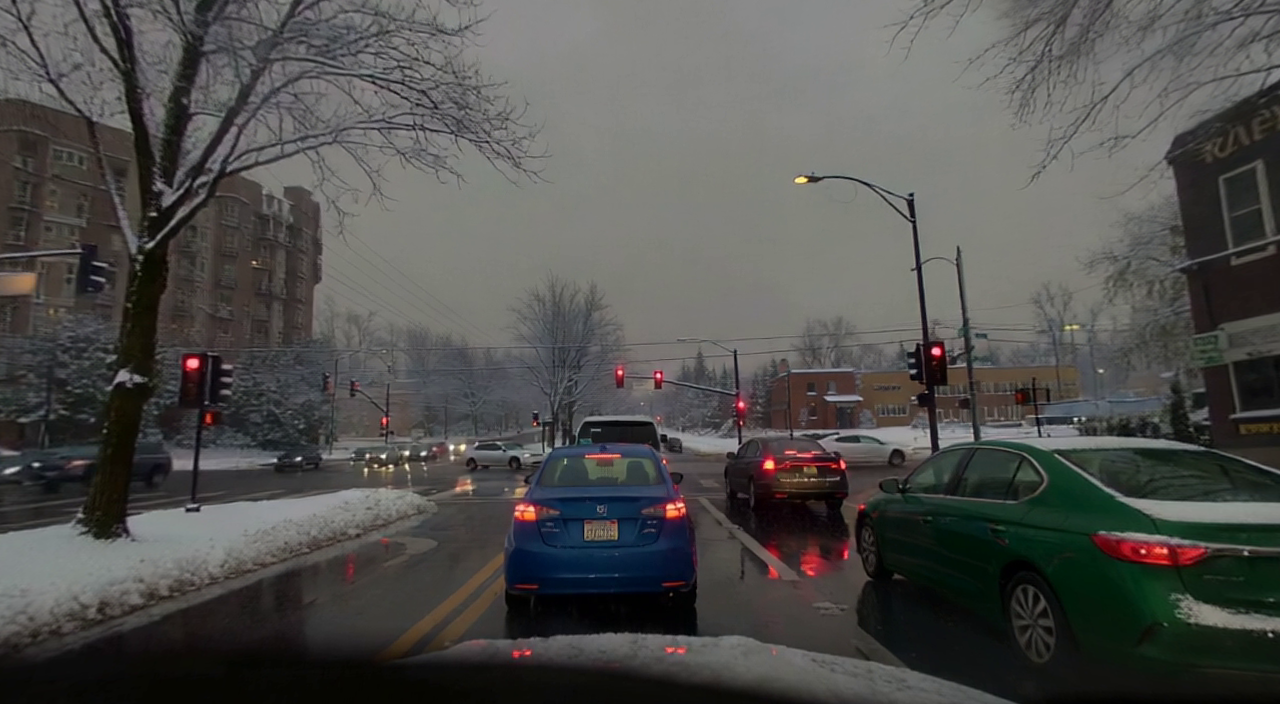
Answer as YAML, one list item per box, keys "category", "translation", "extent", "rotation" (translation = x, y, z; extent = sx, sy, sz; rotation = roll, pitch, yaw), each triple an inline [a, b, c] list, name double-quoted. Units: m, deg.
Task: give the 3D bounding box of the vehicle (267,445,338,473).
- category: "vehicle"
  translation: [-21.606, 6.832, 40.641]
  extent: [1.935, 1.701, 4.590]
  rotation: [0, -8, 1]

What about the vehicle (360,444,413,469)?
- category: "vehicle"
  translation: [-17.953, 7.368, 44.889]
  extent: [1.976, 1.667, 4.274]
  rotation: [0, -8, 0]

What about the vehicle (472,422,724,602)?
- category: "vehicle"
  translation: [-0.373, 1.652, 7.384]
  extent: [2.143, 1.520, 3.848]
  rotation: [0, -8, 0]

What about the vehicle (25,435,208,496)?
- category: "vehicle"
  translation: [-17.990, 3.904, 22.145]
  extent: [2.295, 1.858, 4.748]
  rotation: [0, -8, 0]

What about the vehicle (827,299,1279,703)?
- category: "vehicle"
  translation: [3.580, 1.106, 5.058]
  extent: [2.572, 1.945, 5.065]
  rotation: [0, -8, 0]

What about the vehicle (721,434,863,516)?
- category: "vehicle"
  translation: [3.175, 2.672, 14.299]
  extent: [2.026, 1.549, 4.559]
  rotation: [0, -8, -1]
